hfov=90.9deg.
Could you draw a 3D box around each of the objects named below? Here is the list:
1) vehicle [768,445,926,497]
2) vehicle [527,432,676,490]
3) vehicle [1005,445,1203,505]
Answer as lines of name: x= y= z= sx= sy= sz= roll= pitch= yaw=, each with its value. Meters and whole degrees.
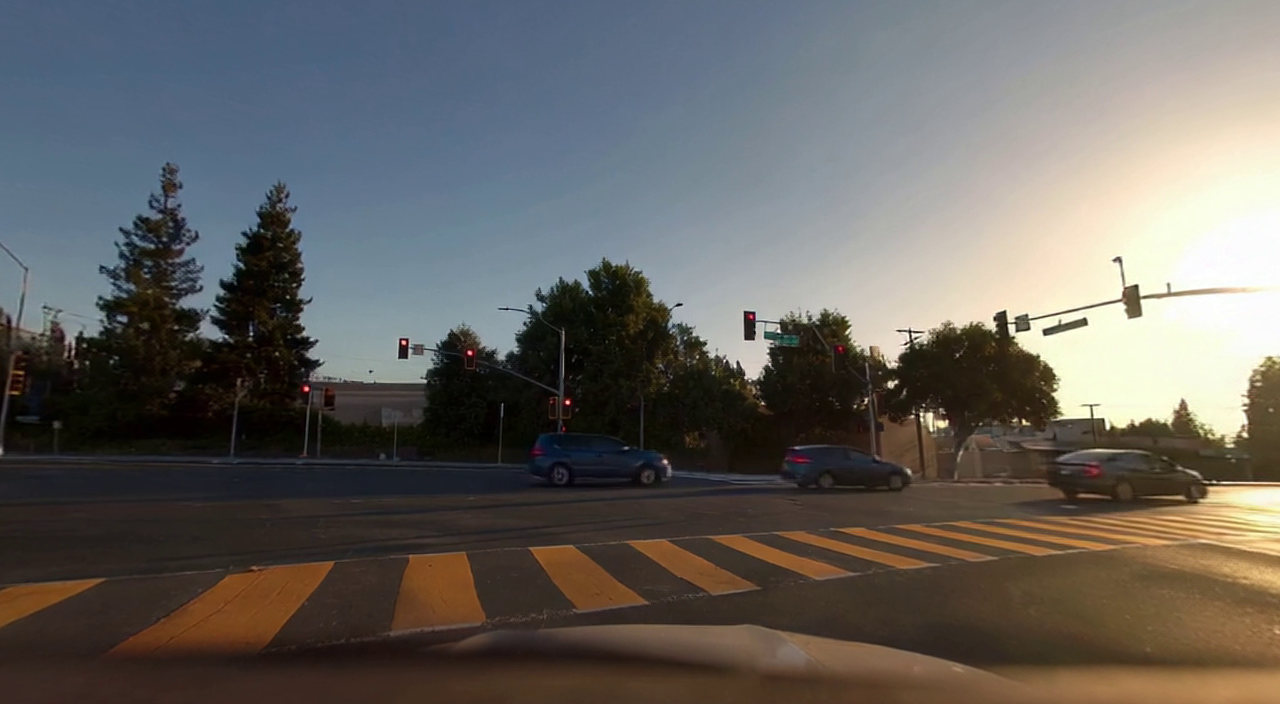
vehicle: x=6.565 y=3.729 z=20.099 sx=4.475 sy=1.496 sz=1.861 roll=3 pitch=-9 yaw=-17
vehicle: x=-1.336 y=3.686 z=21.582 sx=4.708 sy=1.810 sz=1.986 roll=3 pitch=-9 yaw=-18
vehicle: x=13.297 y=3.460 z=18.129 sx=4.952 sy=1.511 sz=1.855 roll=2 pitch=-9 yaw=-17
